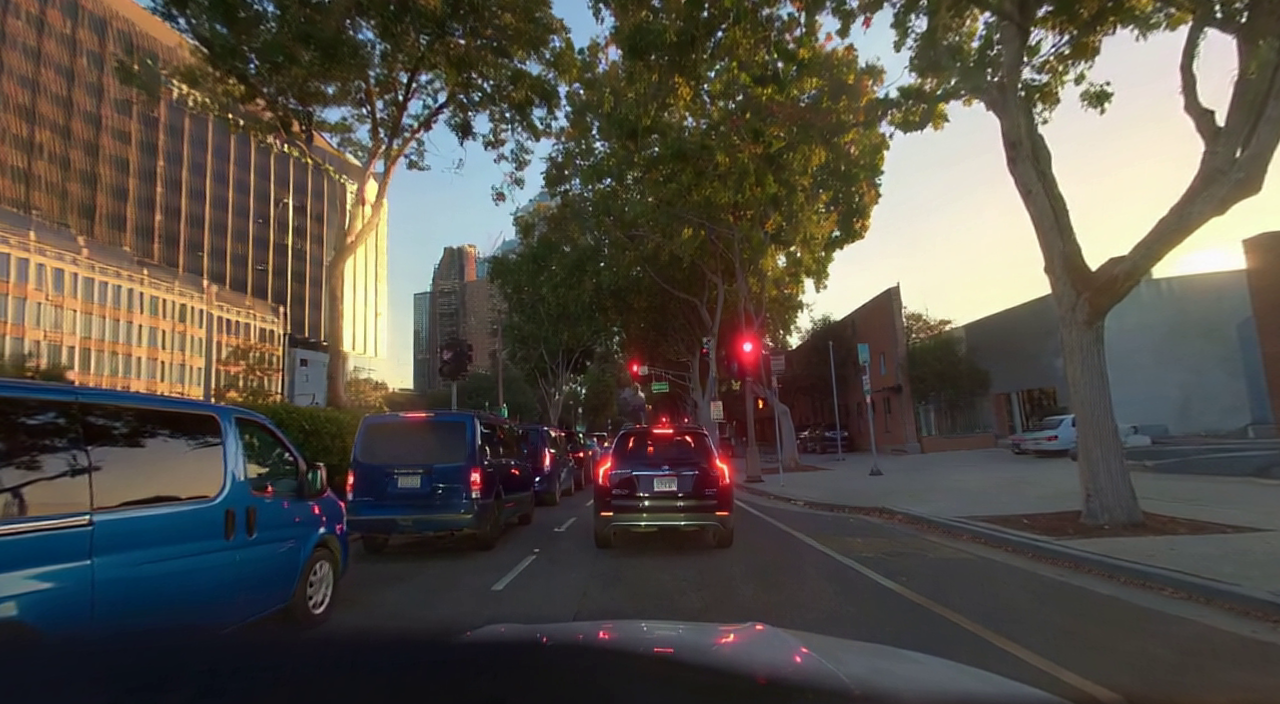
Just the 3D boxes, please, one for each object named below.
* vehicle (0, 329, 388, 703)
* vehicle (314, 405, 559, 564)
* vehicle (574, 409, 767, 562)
[{"bbox_3d":[-3.170,0.991,3.485,1.940,1.722,3.823,0,-8,0],"label":"vehicle"},{"bbox_3d":[-2.643,1.864,9.596,2.124,1.799,4.587,0,-8,1],"label":"vehicle"},{"bbox_3d":[0.362,1.824,9.252,2.205,1.727,3.917,0,-8,0],"label":"vehicle"}]
